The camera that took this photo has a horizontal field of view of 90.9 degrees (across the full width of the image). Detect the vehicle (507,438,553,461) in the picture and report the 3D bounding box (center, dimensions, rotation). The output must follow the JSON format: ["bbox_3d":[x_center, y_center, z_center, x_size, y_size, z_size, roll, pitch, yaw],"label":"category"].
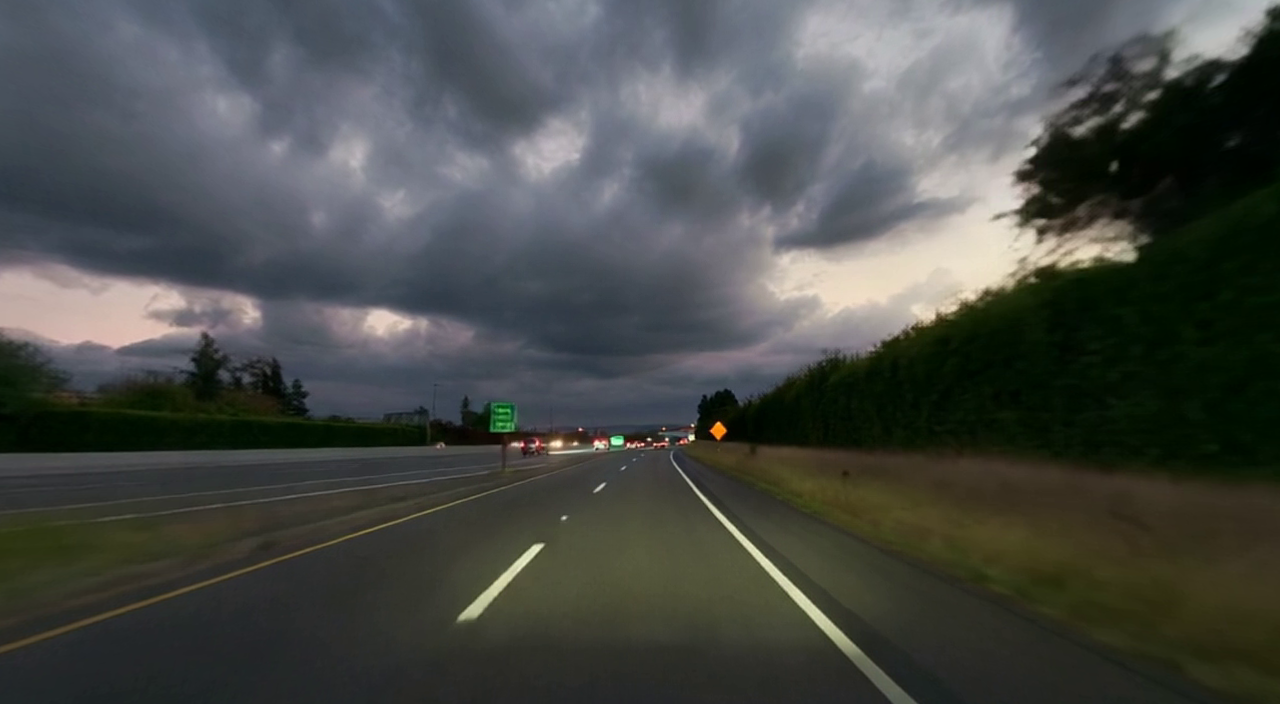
[{"bbox_3d":[-8.035,7.130,46.392,2.141,1.612,3.998,-1,-8,9],"label":"vehicle"}]
